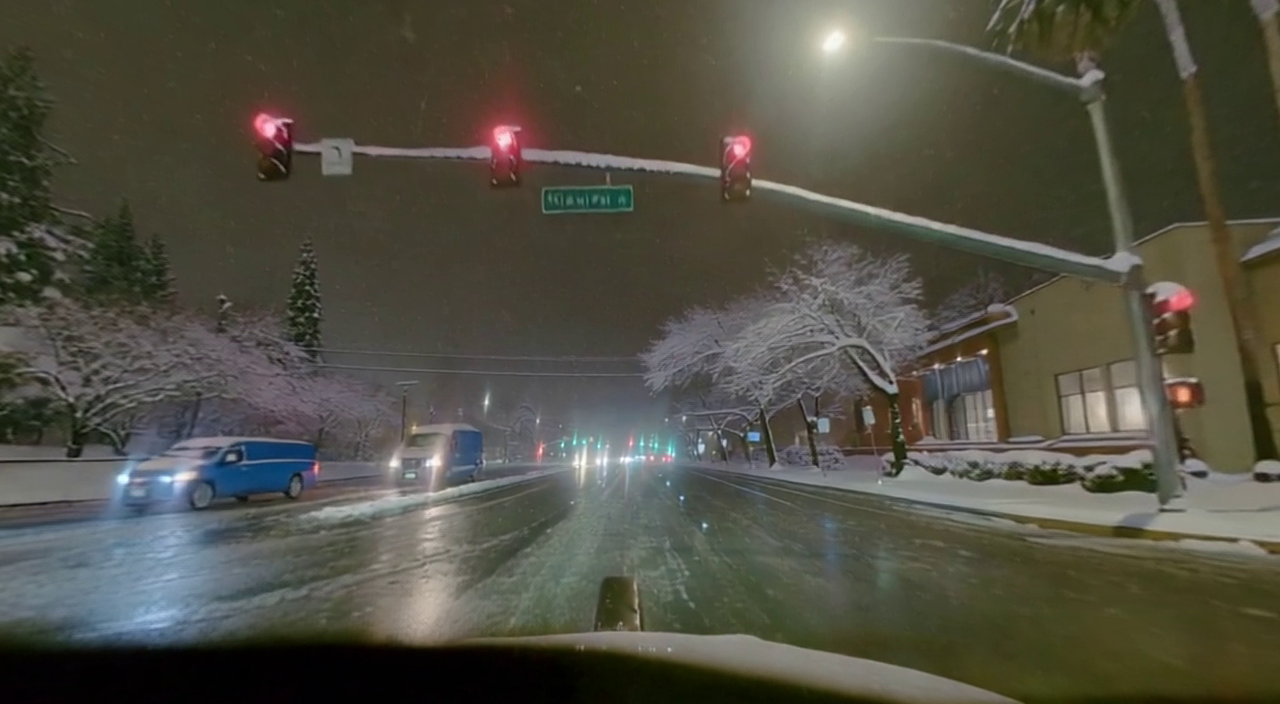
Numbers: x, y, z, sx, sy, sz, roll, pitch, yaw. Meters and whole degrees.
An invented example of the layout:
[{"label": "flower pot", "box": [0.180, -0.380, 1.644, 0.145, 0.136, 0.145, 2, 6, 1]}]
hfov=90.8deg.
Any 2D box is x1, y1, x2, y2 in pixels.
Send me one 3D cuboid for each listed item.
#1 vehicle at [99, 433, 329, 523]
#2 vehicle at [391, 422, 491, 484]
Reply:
[{"label": "vehicle", "box": [-9.219, 2.732, 14.290, 2.074, 1.681, 4.417, 0, -9, 1]}, {"label": "vehicle", "box": [-9.635, 5.003, 31.550, 2.509, 2.712, 7.034, 0, -9, 2]}]
